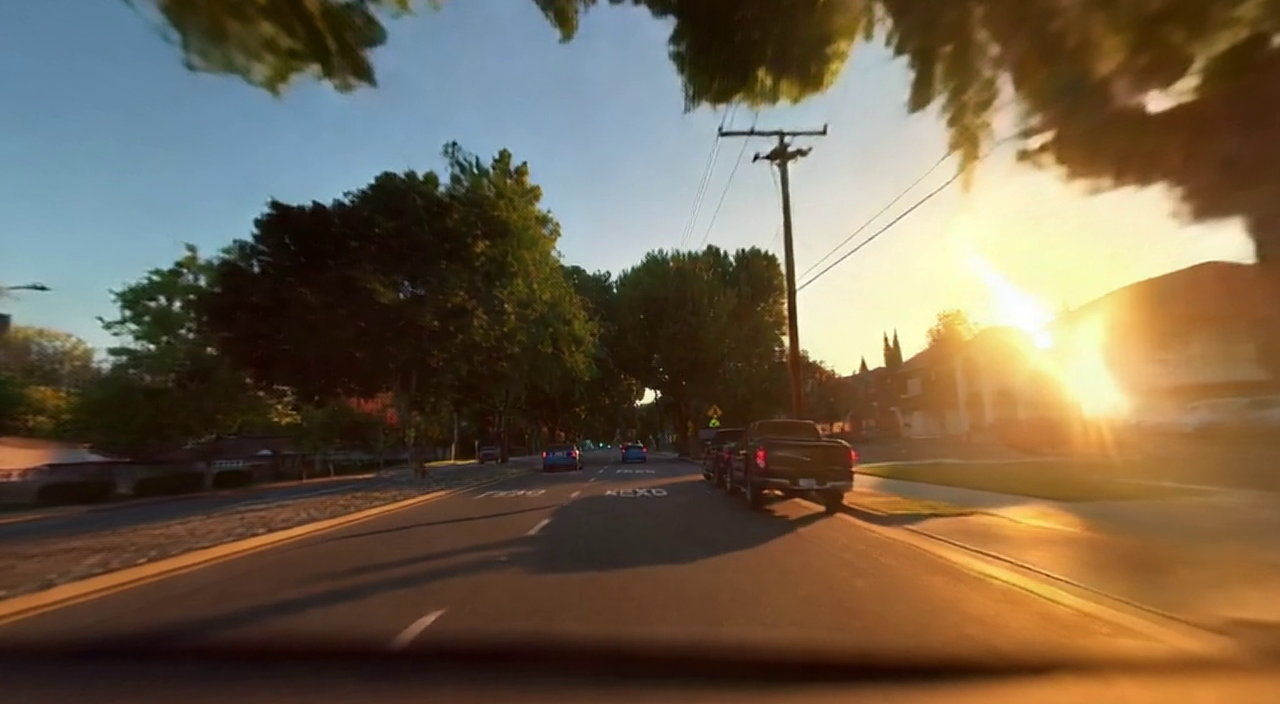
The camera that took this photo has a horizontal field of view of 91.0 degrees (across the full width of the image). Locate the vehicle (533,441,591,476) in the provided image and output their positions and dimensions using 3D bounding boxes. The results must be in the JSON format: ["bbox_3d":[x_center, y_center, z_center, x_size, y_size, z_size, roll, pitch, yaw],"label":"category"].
[{"bbox_3d":[-3.493,4.848,28.986,2.083,1.460,4.527,0,-8,0],"label":"vehicle"}]

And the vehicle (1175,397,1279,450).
[{"bbox_3d":[21.988,2.505,21.837,2.031,1.732,4.653,4,-9,-24],"label":"vehicle"}]

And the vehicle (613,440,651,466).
[{"bbox_3d":[-0.482,6.192,38.825,2.187,1.478,4.138,0,-8,-1],"label":"vehicle"}]

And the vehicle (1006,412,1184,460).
[{"bbox_3d":[15.766,2.985,22.135,1.881,1.477,4.617,4,-9,-27],"label":"vehicle"}]

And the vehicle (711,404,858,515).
[{"bbox_3d":[2.986,2.389,14.465,2.072,2.017,5.590,0,-8,0],"label":"vehicle"}]
